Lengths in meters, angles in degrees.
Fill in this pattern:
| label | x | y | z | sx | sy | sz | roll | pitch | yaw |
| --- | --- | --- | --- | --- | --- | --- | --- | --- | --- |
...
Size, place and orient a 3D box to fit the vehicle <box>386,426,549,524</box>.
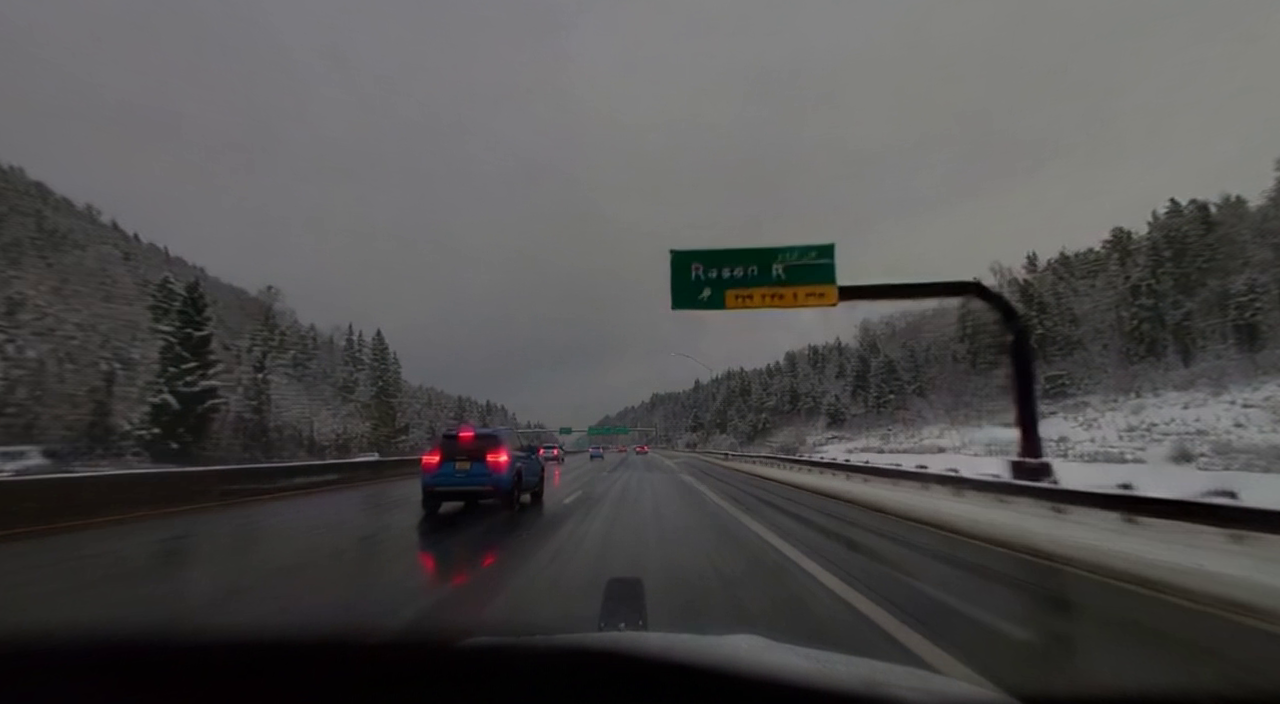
| label | x | y | z | sx | sy | sz | roll | pitch | yaw |
| --- | --- | --- | --- | --- | --- | --- | --- | --- | --- |
| vehicle | -3.382 | 2.501 | 13.422 | 2.138 | 1.718 | 4.415 | 0 | -8 | 1 |
